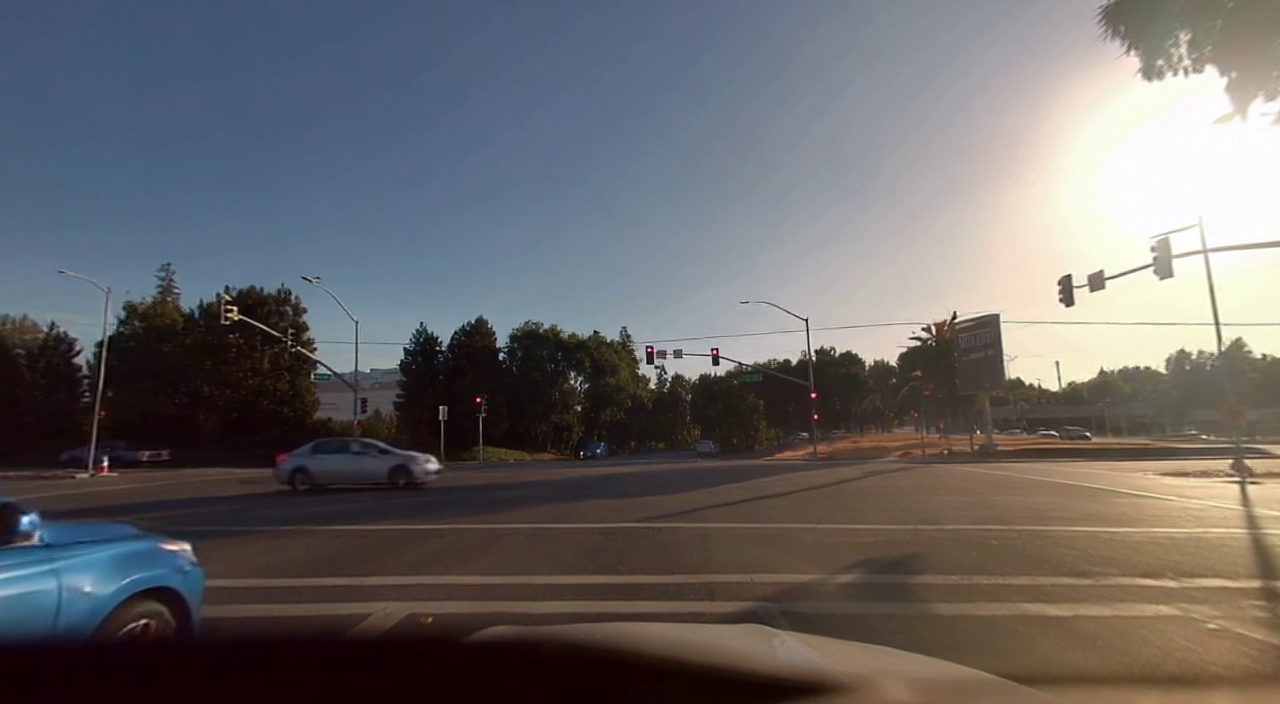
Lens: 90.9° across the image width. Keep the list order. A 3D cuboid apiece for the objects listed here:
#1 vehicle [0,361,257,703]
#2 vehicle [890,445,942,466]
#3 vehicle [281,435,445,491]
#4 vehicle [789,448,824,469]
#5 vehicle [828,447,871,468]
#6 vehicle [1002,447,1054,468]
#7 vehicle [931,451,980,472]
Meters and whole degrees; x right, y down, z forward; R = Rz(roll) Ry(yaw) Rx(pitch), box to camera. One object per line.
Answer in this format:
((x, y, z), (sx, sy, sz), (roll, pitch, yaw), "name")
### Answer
((-3.053, 0.706, 1.149), (2.055, 1.573, 4.065), (-1, -8, 2), "vehicle")
((20.550, 7.690, 47.115), (1.815, 1.515, 4.552), (0, -8, 0), "vehicle")
((-7.918, 3.199, 18.300), (3.894, 1.490, 1.810), (-1, -8, 2), "vehicle")
((12.533, 7.976, 47.522), (1.647, 1.386, 3.725), (-2, -8, 1), "vehicle")
((15.546, 7.854, 47.051), (1.714, 1.458, 4.206), (0, -8, 0), "vehicle")
((28.447, 7.729, 46.284), (1.662, 1.440, 3.583), (-1, -8, 3), "vehicle")
((23.001, 7.986, 46.055), (1.633, 1.324, 3.449), (-1, -8, -3), "vehicle")
